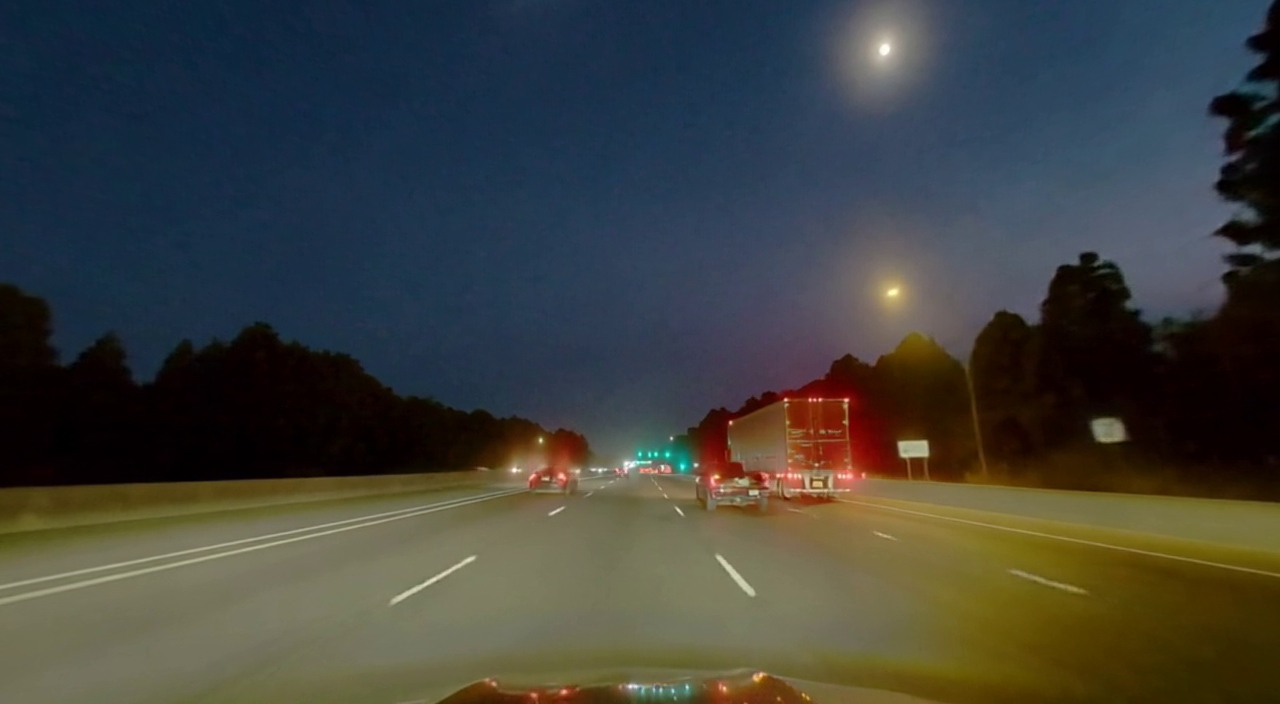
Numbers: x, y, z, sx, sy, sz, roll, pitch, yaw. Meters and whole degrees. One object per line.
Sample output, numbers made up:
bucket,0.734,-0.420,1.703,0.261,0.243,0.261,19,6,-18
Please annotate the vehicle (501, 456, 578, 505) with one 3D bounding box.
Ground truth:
vehicle,-3.546,4.641,22.912,2.025,1.547,4.150,1,-10,1

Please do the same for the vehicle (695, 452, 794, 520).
vehicle,2.887,3.860,18.438,2.050,1.708,4.457,1,-10,-1

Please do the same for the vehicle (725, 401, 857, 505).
vehicle,7.241,5.575,33.877,2.883,4.151,17.144,1,-10,0
